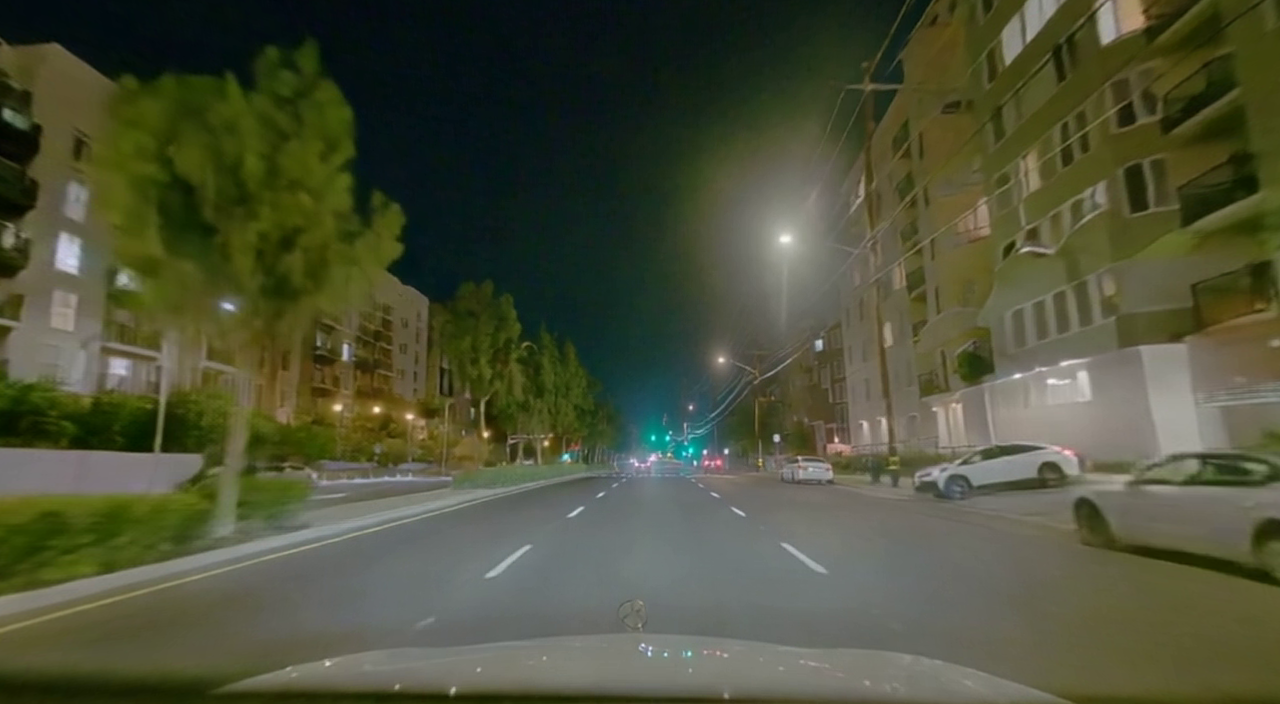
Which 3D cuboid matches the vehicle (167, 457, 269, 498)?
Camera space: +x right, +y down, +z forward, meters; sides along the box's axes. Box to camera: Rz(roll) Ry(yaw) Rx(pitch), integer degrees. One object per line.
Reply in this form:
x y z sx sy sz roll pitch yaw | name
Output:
-21.686 6.438 32.688 1.895 1.798 4.703 -1 -8 2 | vehicle

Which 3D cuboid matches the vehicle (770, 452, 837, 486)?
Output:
7.805 5.595 30.489 1.986 1.467 4.412 0 -8 -1 | vehicle

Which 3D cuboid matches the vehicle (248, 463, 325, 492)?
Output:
-21.606 7.657 38.800 1.906 1.487 4.773 -1 -8 1 | vehicle

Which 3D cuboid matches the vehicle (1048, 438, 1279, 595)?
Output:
7.143 1.760 7.324 1.927 1.494 4.362 0 -8 1 | vehicle

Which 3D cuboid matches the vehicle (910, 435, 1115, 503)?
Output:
9.922 3.145 17.123 4.194 1.682 2.061 -1 -8 2 | vehicle
